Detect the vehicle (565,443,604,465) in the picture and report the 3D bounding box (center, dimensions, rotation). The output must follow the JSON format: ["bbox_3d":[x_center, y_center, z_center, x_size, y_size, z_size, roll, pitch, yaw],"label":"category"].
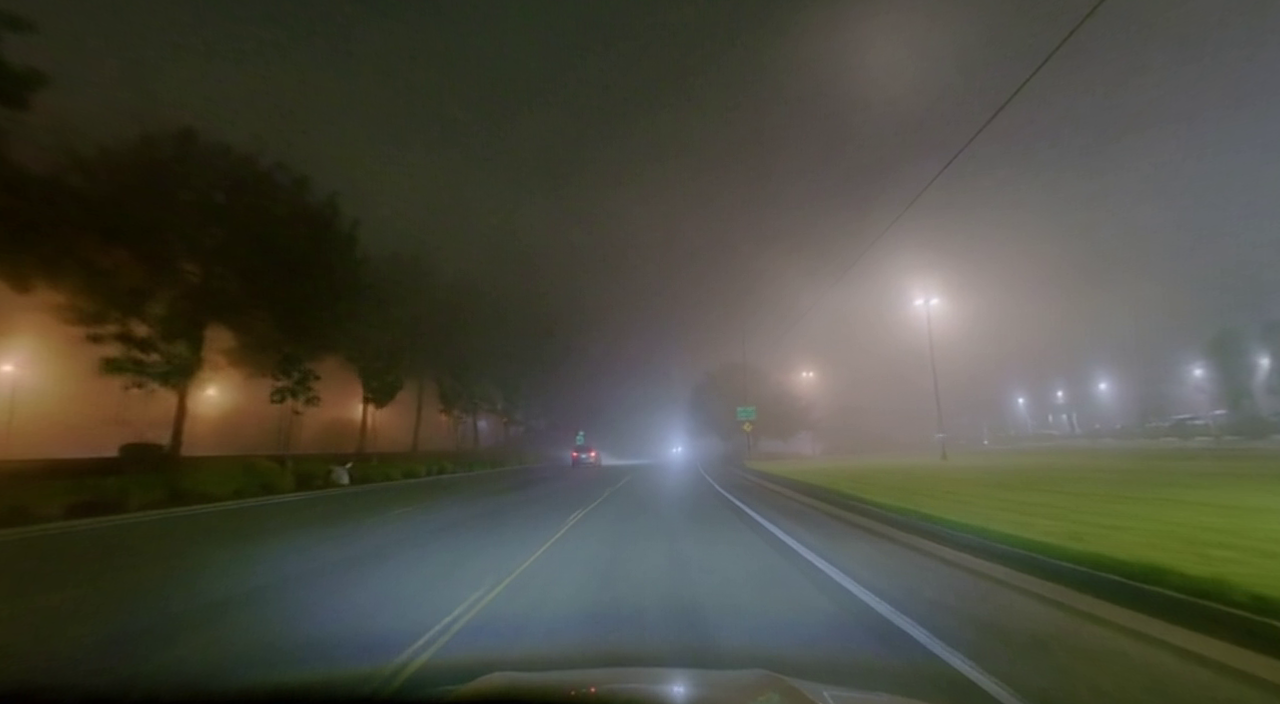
[{"bbox_3d":[-3.908,7.285,45.156,1.945,1.461,4.605,-1,-8,6],"label":"vehicle"}]
